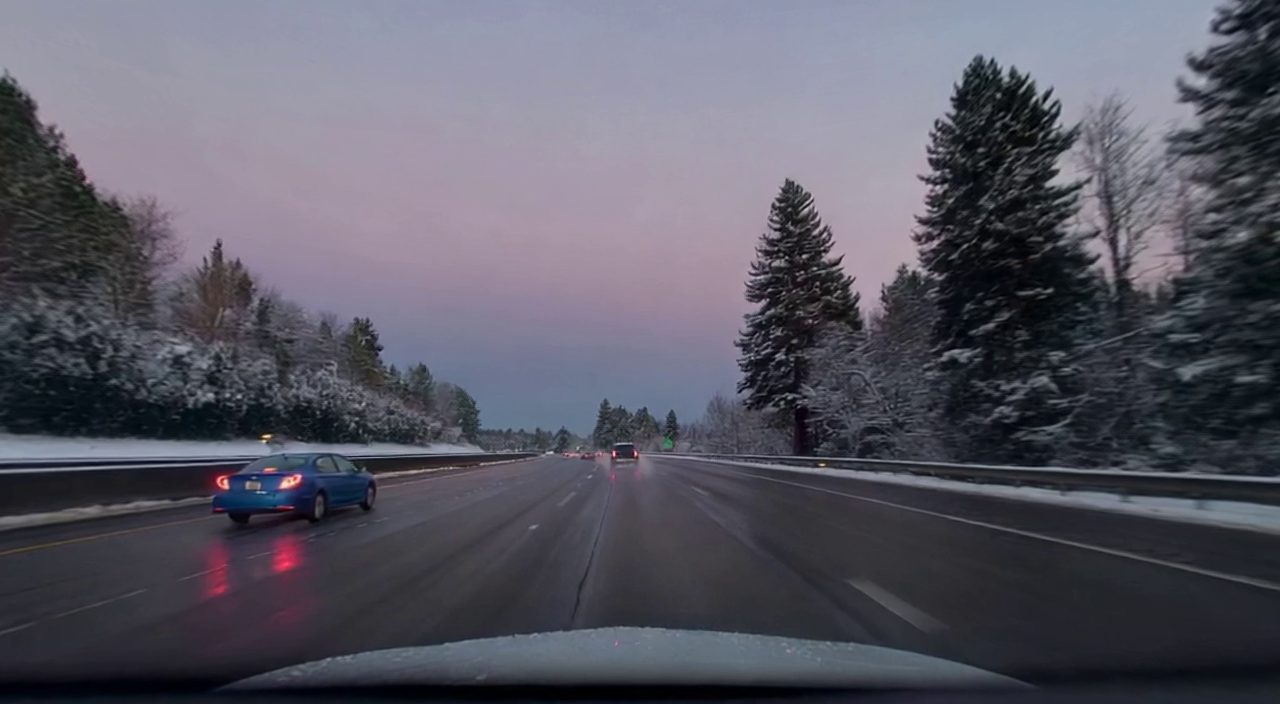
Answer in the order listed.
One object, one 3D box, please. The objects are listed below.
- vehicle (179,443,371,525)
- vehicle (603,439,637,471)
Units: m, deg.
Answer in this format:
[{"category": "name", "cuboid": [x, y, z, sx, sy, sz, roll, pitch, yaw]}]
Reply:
[{"category": "vehicle", "cuboid": [-7.557, 2.730, 13.616, 1.915, 1.479, 3.843, 0, -9, -2]}, {"category": "vehicle", "cuboid": [-1.290, 6.391, 39.451, 1.990, 1.878, 4.079, 0, -9, -3]}]
